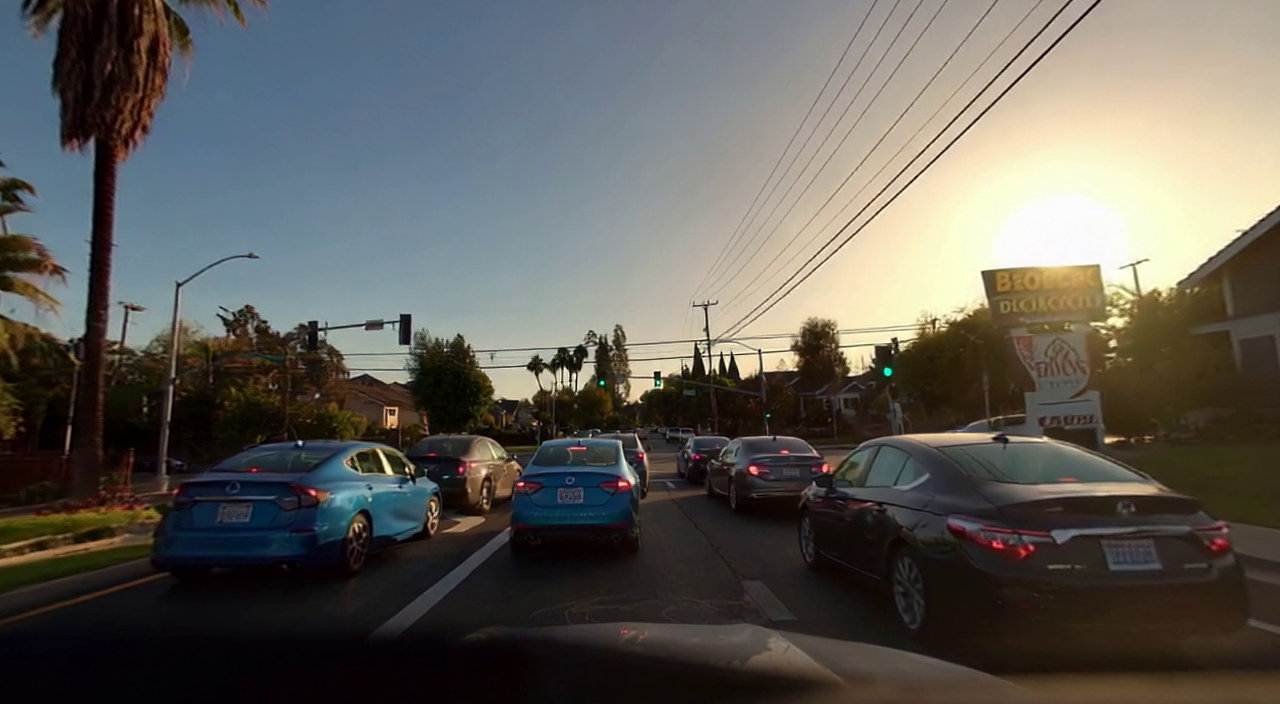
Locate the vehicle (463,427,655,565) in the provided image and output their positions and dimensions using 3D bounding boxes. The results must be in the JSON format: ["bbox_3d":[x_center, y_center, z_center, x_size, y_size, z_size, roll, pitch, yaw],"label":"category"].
[{"bbox_3d":[-0.963,1.872,8.941,2.104,1.500,3.815,0,-9,-2],"label":"vehicle"}]

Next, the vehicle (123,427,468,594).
[{"bbox_3d":[-3.713,1.763,8.005,2.058,1.474,4.473,0,-9,-3],"label":"vehicle"}]

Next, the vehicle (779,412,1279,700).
[{"bbox_3d":[2.756,1.373,5.489,2.014,1.464,4.312,0,-8,-1],"label":"vehicle"}]

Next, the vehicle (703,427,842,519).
[{"bbox_3d":[2.568,2.468,13.405,1.956,1.615,4.205,0,-9,-1],"label":"vehicle"}]
